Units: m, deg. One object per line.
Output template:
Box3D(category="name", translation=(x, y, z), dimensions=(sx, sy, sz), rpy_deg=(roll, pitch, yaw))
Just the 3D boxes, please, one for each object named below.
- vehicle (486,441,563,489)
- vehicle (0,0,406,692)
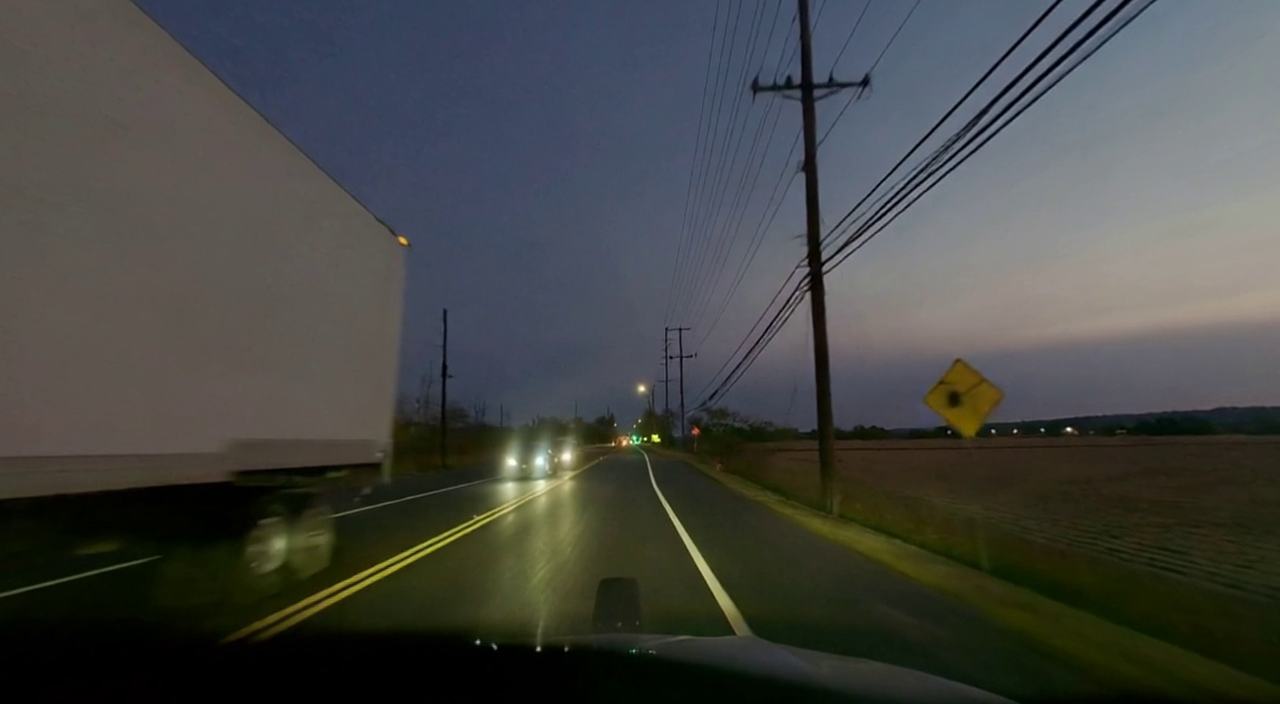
Box3D(category="vehicle", translation=(-4.678, 4.621, 26.389), dimensions=(2.268, 1.661, 4.642), rpy_deg=(-3, -8, 0))
Box3D(category="vehicle", translation=(-5.039, -0.771, 0.718), dimensions=(3.452, 4.409, 16.846), rpy_deg=(-2, -8, -1))
